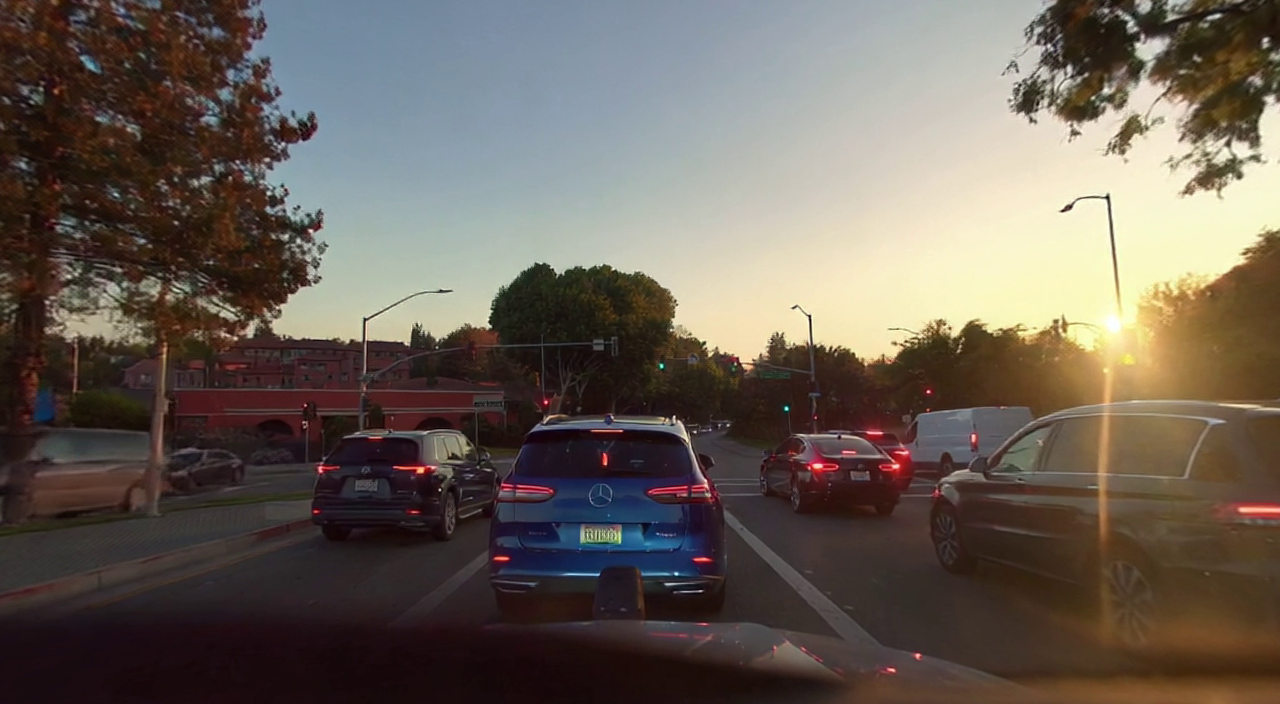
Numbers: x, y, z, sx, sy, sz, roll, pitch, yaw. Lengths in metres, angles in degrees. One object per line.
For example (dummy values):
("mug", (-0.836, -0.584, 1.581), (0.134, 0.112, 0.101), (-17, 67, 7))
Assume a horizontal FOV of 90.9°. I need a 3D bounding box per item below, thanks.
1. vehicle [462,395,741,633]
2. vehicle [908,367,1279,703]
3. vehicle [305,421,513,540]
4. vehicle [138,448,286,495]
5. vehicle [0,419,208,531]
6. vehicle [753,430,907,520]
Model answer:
("vehicle", (-0.160, 1.471, 6.691), (2.022, 1.700, 4.084), (0, -8, 4))
("vehicle", (4.153, 1.264, 5.339), (2.014, 1.740, 4.515), (-1, -8, 4))
("vehicle", (-3.767, 2.169, 11.279), (2.012, 1.701, 4.316), (0, -8, 1))
("vehicle", (-15.743, 4.386, 23.642), (2.057, 1.540, 4.884), (0, -8, 1))
("vehicle", (-12.223, 2.394, 12.663), (2.276, 1.926, 6.686), (0, -8, 1))
("vehicle", (3.663, 2.428, 12.951), (1.847, 1.554, 3.885), (0, -8, -1))
